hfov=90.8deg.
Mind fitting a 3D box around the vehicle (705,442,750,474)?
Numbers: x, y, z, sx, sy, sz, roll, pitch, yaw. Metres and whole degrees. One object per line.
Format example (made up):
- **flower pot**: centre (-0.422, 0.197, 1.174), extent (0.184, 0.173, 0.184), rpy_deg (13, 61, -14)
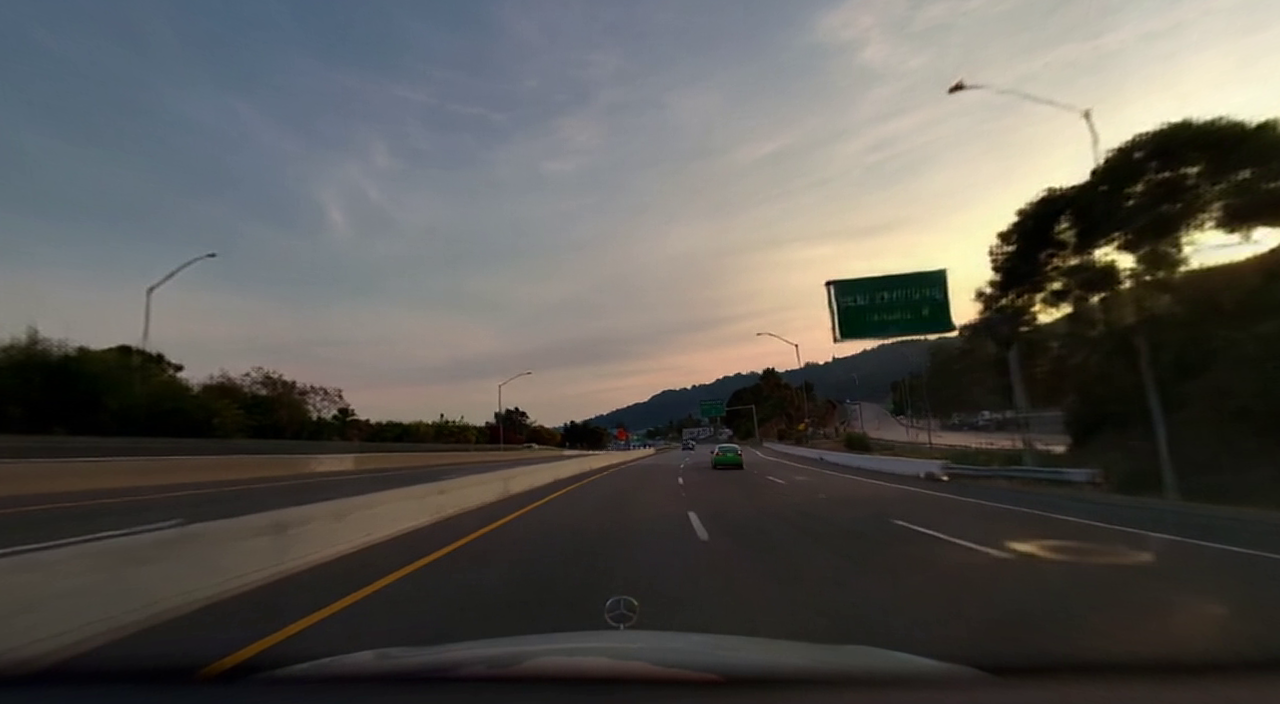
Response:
- **vehicle**: centre (4.431, 5.419, 32.502), extent (1.874, 1.506, 4.116), rpy_deg (-1, -8, 2)
